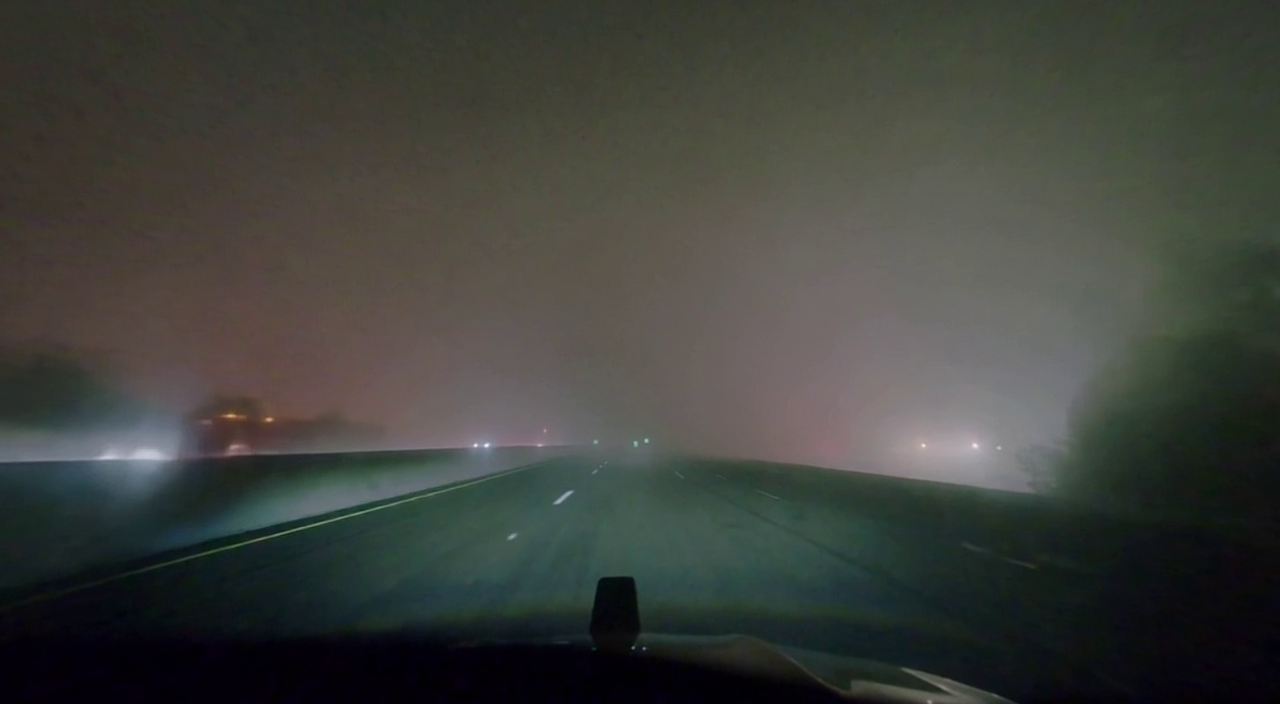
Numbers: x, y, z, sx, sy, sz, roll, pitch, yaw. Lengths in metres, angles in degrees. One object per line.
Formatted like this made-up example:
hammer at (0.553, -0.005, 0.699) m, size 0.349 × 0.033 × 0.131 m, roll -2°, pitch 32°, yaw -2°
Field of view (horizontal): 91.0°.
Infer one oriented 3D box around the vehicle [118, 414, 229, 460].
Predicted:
vehicle at (-33.455, 6.156, 45.552) m, size 2.567 × 3.002 × 6.986 m, roll -1°, pitch -8°, yaw 1°
